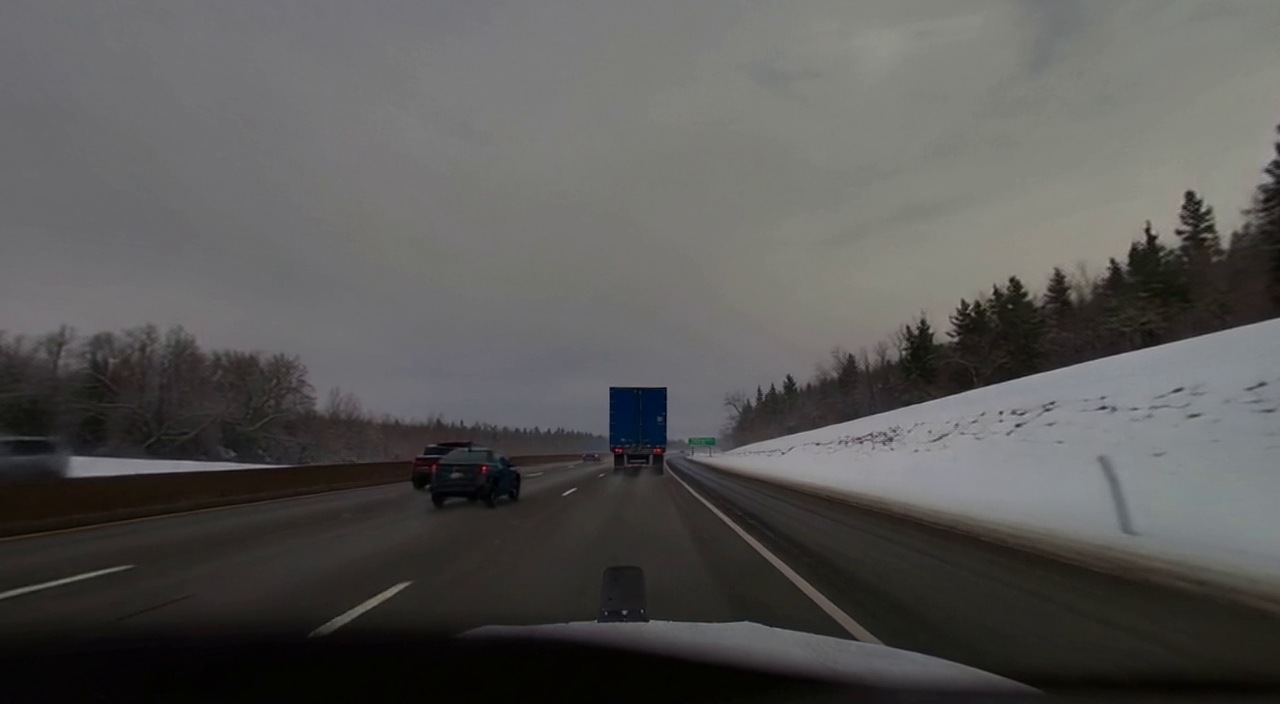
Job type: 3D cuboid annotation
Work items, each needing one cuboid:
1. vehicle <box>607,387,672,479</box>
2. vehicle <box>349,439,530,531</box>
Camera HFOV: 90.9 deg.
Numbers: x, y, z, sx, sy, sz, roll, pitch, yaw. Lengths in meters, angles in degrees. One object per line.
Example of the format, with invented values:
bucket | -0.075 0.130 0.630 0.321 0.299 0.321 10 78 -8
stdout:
vehicle | 0.063 4.721 35.660 2.851 4.098 14.436 -1 -8 1
vehicle | -3.638 2.509 12.480 2.092 1.465 4.448 0 -9 0
